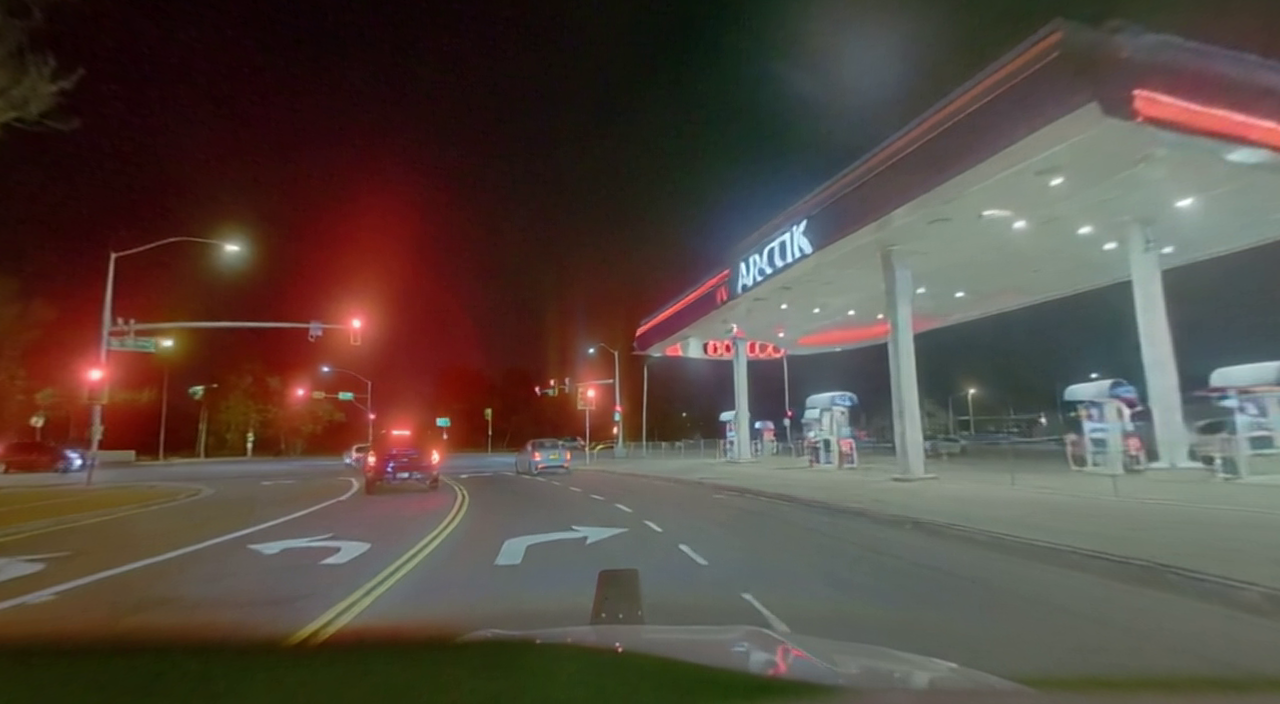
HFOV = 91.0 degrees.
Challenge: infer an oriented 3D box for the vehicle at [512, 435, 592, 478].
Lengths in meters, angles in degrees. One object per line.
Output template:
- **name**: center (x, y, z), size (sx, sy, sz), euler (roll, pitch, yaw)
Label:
- **vehicle**: center (-4.241, 4.874, 29.634), size (2.202, 1.822, 4.826), euler (5, -10, -27)

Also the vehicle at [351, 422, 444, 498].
- **vehicle**: center (-7.348, 3.276, 19.411), size (2.254, 2.006, 4.766), euler (3, -9, -19)

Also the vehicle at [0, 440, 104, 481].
- **vehicle**: center (-27.508, 4.868, 28.370), size (4.632, 1.757, 2.073), euler (5, -10, -28)

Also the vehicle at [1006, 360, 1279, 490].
- **vehicle**: center (15.124, 2.119, 17.610), size (2.906, 3.106, 7.741), euler (8, -11, -40)

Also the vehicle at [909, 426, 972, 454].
- **vehicle**: center (20.328, 5.998, 42.556), size (4.595, 1.764, 2.160), euler (8, -12, -42)
